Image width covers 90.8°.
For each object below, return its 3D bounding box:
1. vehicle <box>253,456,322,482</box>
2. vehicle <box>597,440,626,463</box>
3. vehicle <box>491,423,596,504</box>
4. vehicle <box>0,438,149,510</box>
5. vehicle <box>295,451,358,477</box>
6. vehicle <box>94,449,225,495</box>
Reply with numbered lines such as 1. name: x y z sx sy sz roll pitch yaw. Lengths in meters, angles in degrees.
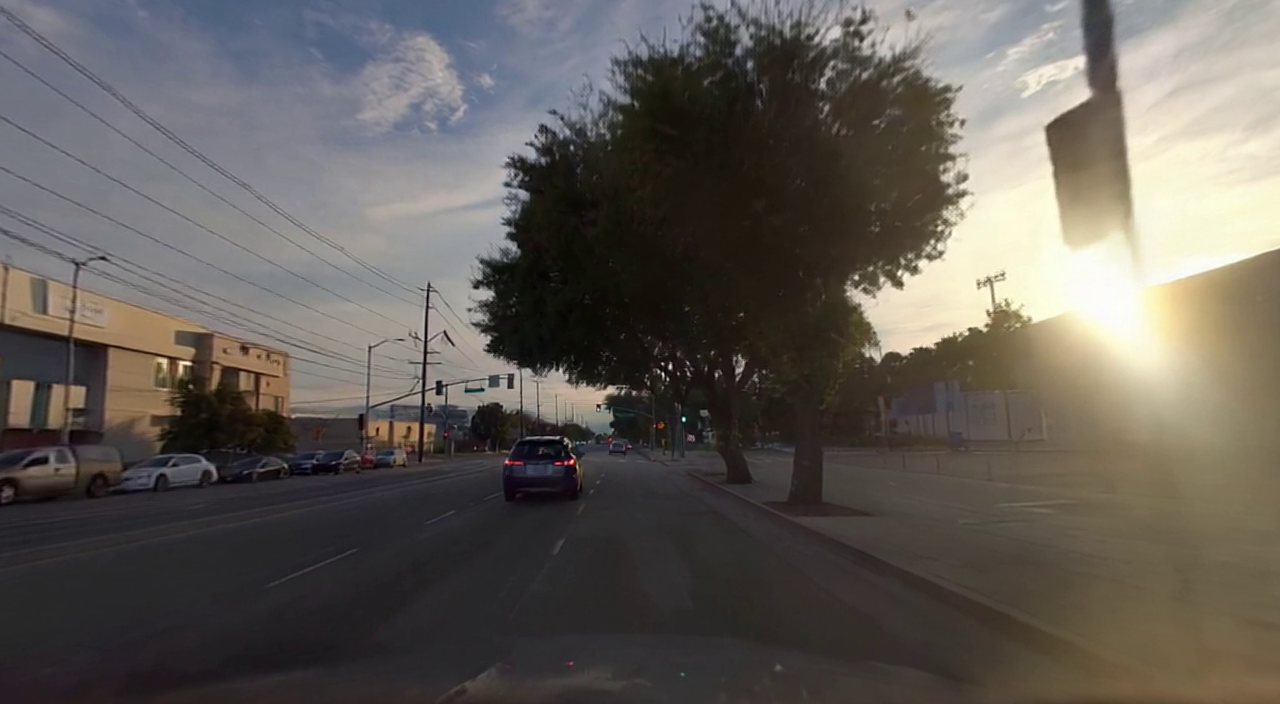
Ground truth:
1. vehicle: -21.224 7.041 38.243 1.790 1.415 4.450 0 -9 -3
2. vehicle: -2.228 7.832 49.767 2.144 1.681 3.855 0 -9 -2
3. vehicle: -2.228 2.740 15.793 2.022 1.757 4.041 0 -9 -1
4. vehicle: -20.714 4.117 21.881 2.369 2.159 6.388 0 -9 -1
5. vehicle: -21.248 7.576 43.031 1.989 1.689 4.388 0 -9 0
6. vehicle: -20.749 5.166 27.626 2.015 1.815 4.856 0 -9 -3
